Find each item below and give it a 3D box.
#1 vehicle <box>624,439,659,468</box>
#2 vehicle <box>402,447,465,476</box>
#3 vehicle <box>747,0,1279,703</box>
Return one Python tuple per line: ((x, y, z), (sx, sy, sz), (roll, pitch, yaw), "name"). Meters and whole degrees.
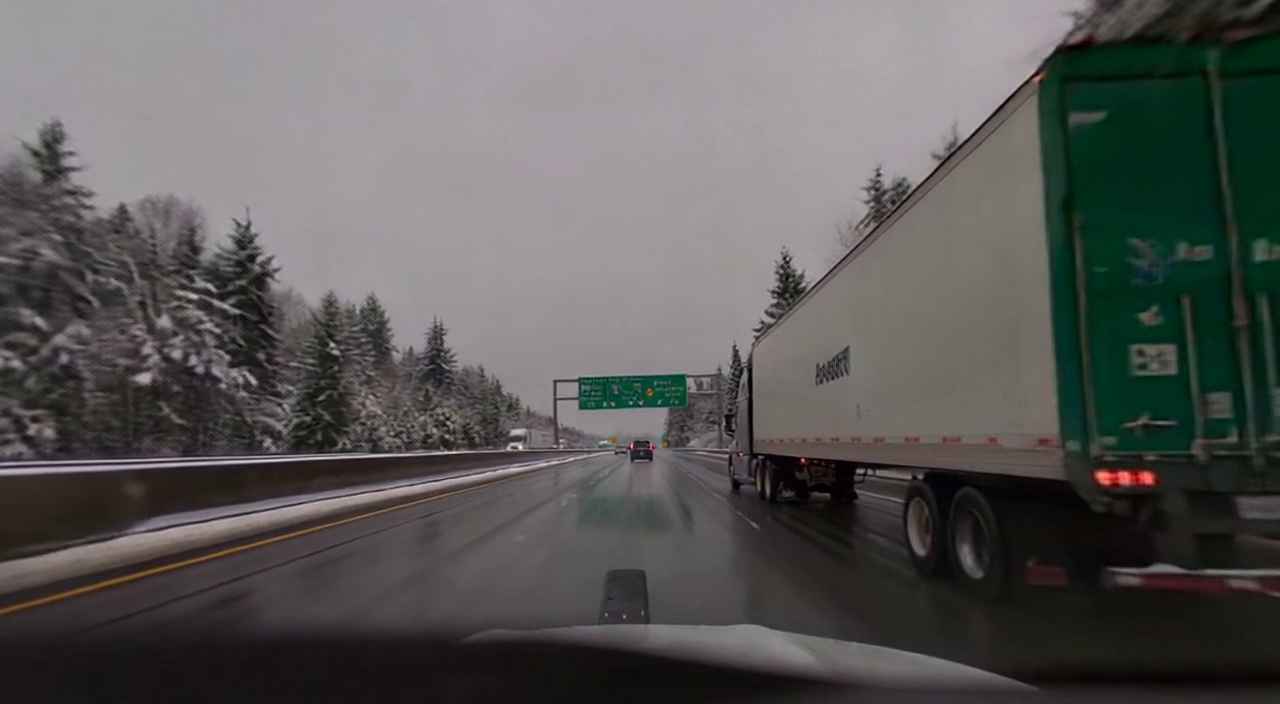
((0.087, 6.406, 39.818), (2.067, 1.690, 3.901), (0, -9, 0), "vehicle")
((-11.171, 5.969, 34.458), (1.957, 1.451, 4.375), (0, -9, 0), "vehicle")
((4.451, 0.739, 10.079), (3.011, 4.028, 13.890), (0, -9, 0), "vehicle")
